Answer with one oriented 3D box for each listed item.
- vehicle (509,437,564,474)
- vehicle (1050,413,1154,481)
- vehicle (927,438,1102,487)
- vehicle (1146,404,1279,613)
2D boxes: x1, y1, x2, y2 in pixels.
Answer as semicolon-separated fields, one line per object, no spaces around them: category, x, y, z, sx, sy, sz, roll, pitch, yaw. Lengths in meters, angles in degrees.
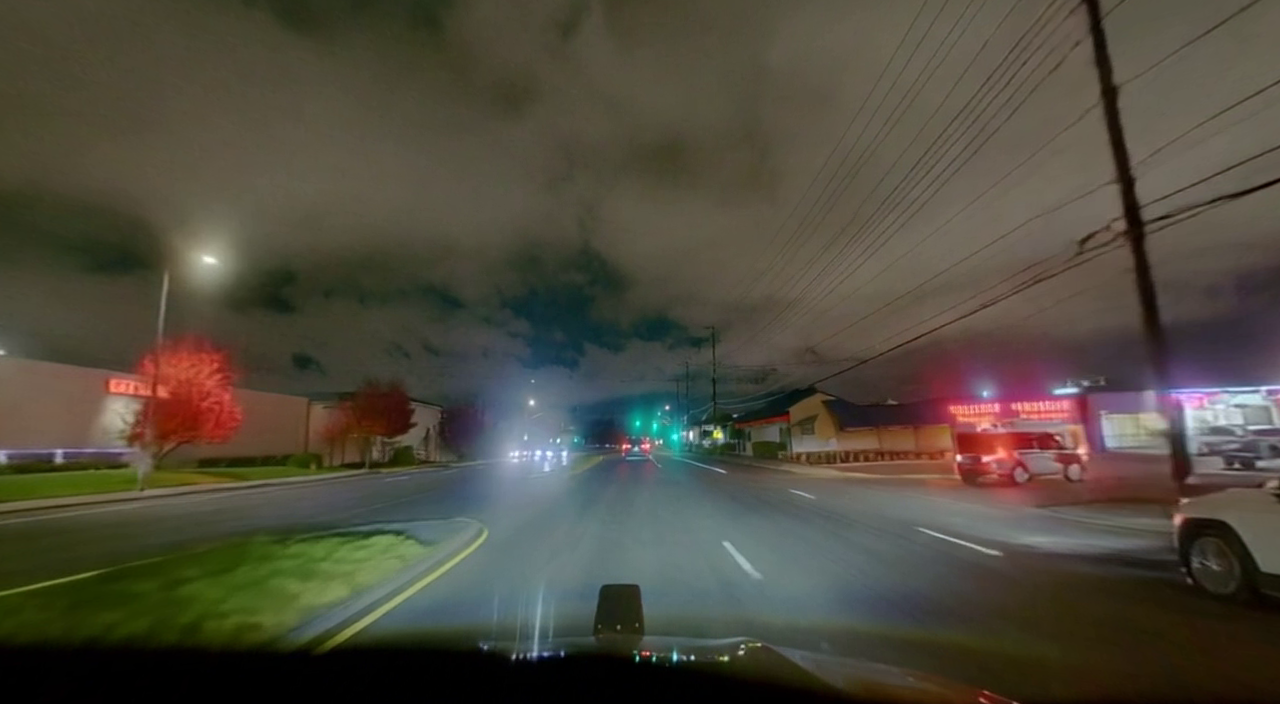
vehicle;-5.737;5.775;35.647;2.278;1.828;4.970;-2;-8;0
vehicle;19.135;3.932;26.245;2.918;2.614;1.930;3;-9;-18
vehicle;14.639;4.298;24.860;5.733;1.610;2.253;0;-8;-11
vehicle;6.267;1.139;4.234;1.995;1.705;4.434;0;-9;0
